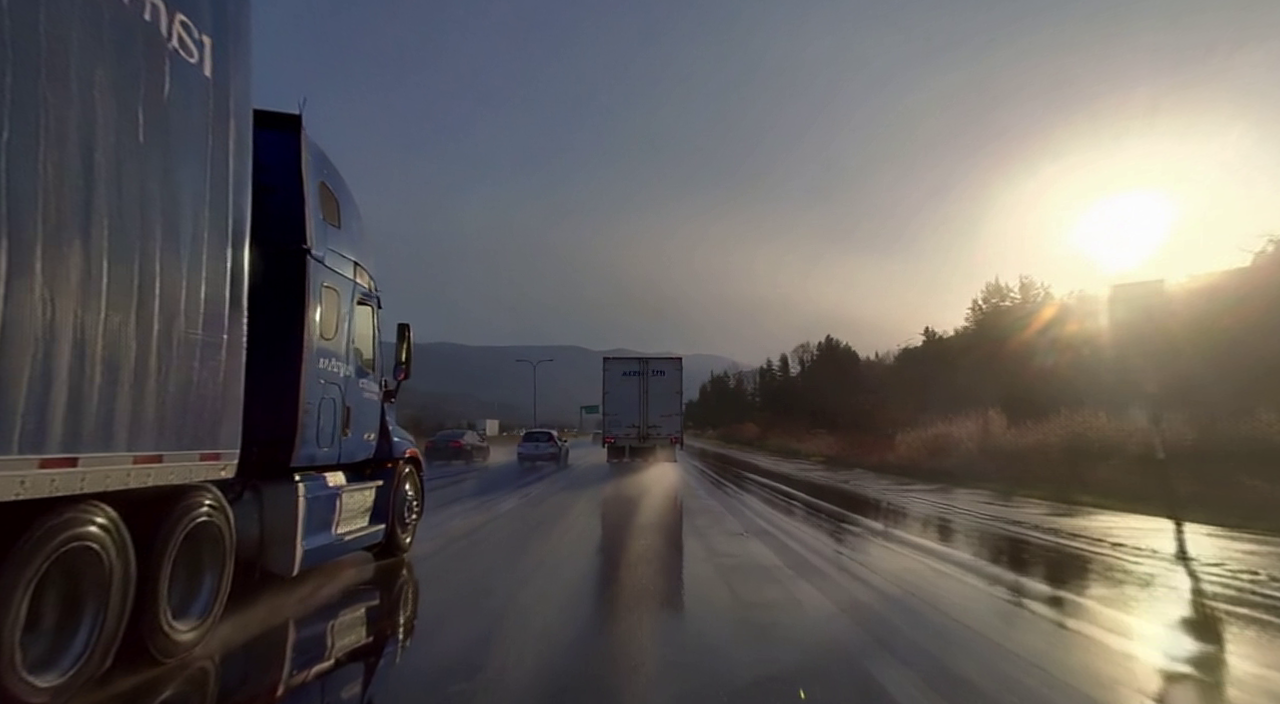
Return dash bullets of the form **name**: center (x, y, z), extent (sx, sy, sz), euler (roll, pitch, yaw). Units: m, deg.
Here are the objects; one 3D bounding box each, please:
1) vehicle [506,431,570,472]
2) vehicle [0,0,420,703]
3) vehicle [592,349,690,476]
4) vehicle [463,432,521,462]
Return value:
- **vehicle**: center (-3.918, 3.869, 24.779), extent (1.933, 1.492, 3.838), euler (0, -8, 0)
- **vehicle**: center (-4.143, -0.055, 4.728), extent (3.007, 4.031, 6.044), euler (1, -7, -4)
- **vehicle**: center (-0.133, 2.635, 25.657), extent (3.118, 4.106, 10.719), euler (0, -8, -2)
- **vehicle**: center (-7.663, 4.944, 32.962), extent (2.001, 1.468, 4.163), euler (0, -8, 0)
